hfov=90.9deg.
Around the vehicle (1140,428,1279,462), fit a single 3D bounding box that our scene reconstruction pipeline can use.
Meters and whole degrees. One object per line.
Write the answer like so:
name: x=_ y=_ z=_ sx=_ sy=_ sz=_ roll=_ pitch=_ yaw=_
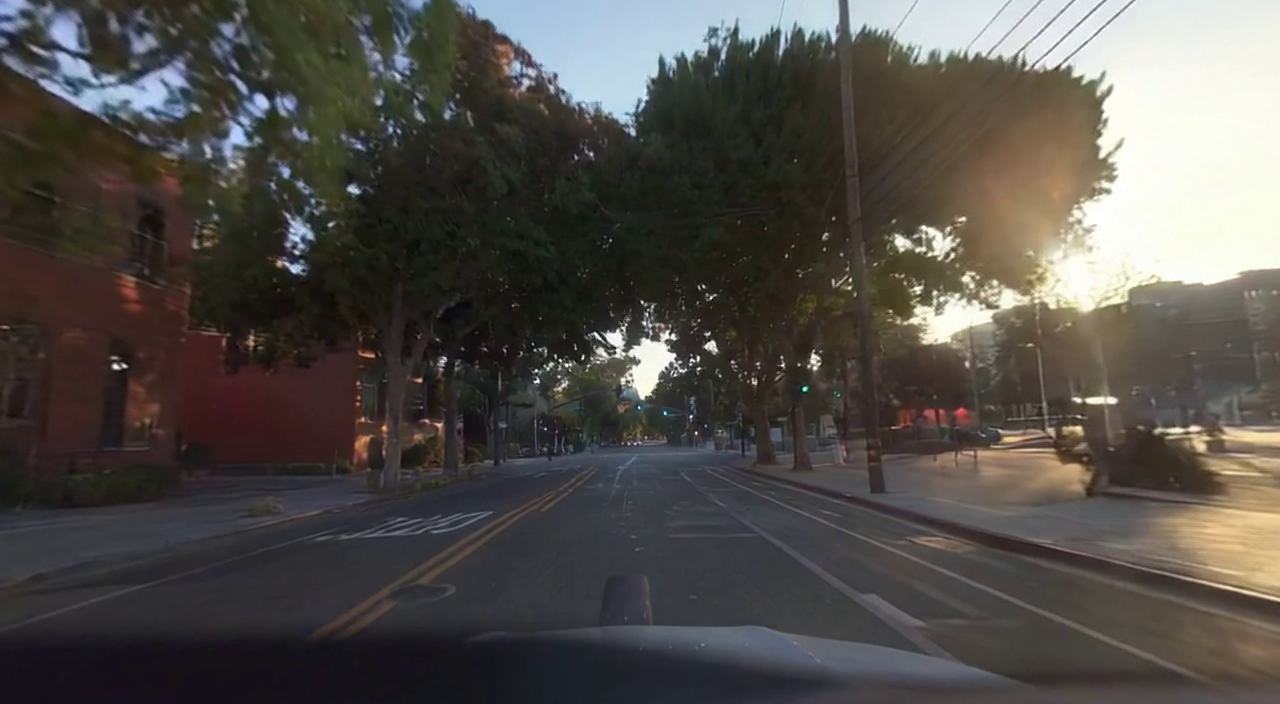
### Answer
vehicle: x=31.680 y=5.149 z=34.919 sx=1.981 sy=1.712 sz=5.765 roll=6 pitch=-11 yaw=-38
